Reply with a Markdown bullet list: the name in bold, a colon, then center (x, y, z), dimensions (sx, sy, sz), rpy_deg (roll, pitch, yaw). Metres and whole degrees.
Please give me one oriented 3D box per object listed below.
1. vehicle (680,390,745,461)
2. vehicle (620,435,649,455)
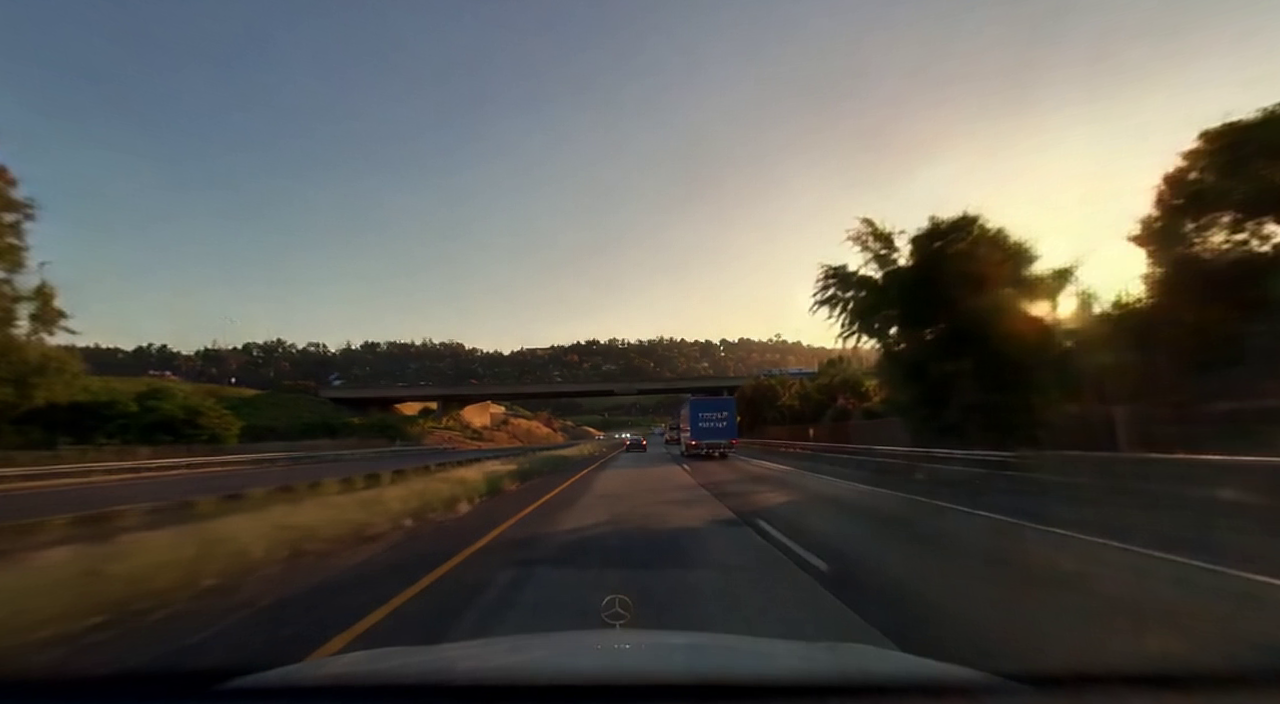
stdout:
- **vehicle**: center (3.620, 3.778, 32.304), dimensions (2.913, 3.491, 2.811), rpy_deg (0, -8, -1)
- **vehicle**: center (-0.405, 6.648, 45.144), dimensions (1.996, 1.325, 4.029), rpy_deg (0, -8, 0)
